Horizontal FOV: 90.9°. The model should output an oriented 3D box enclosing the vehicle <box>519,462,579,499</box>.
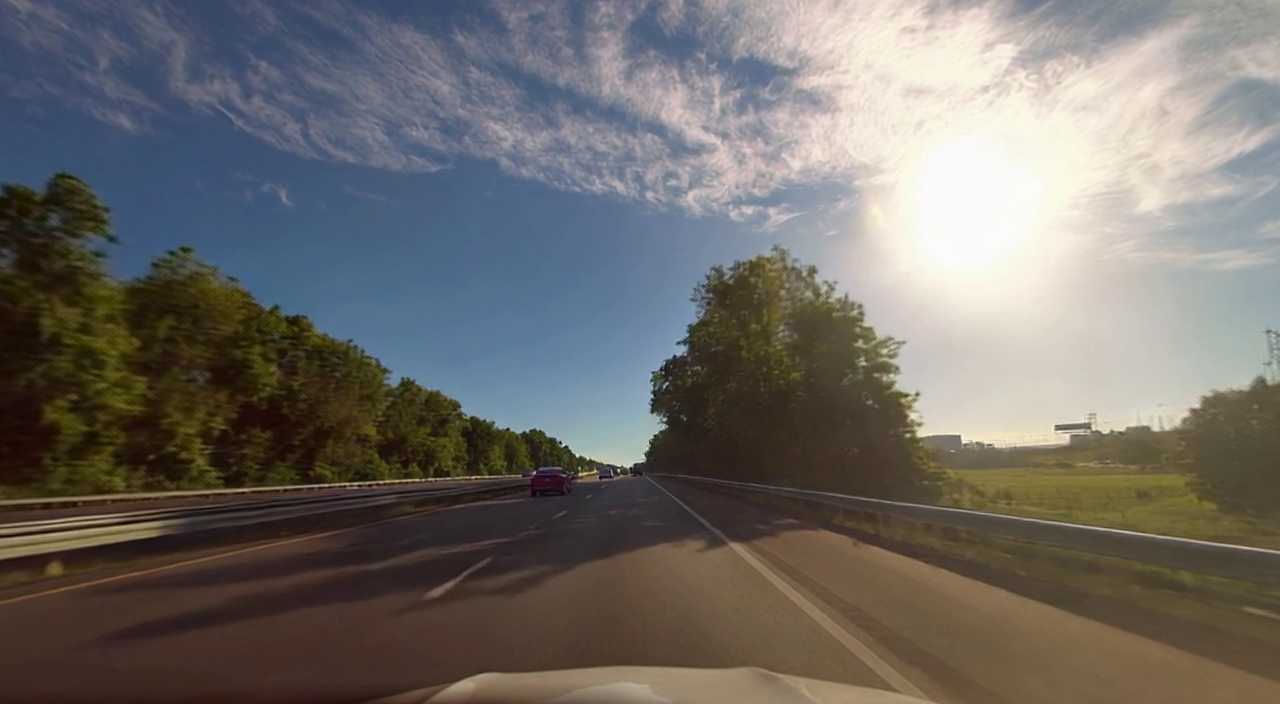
[{"bbox_3d":[-4.144,5.959,29.380,2.040,1.525,4.603,1,-11,1],"label":"vehicle"}]
